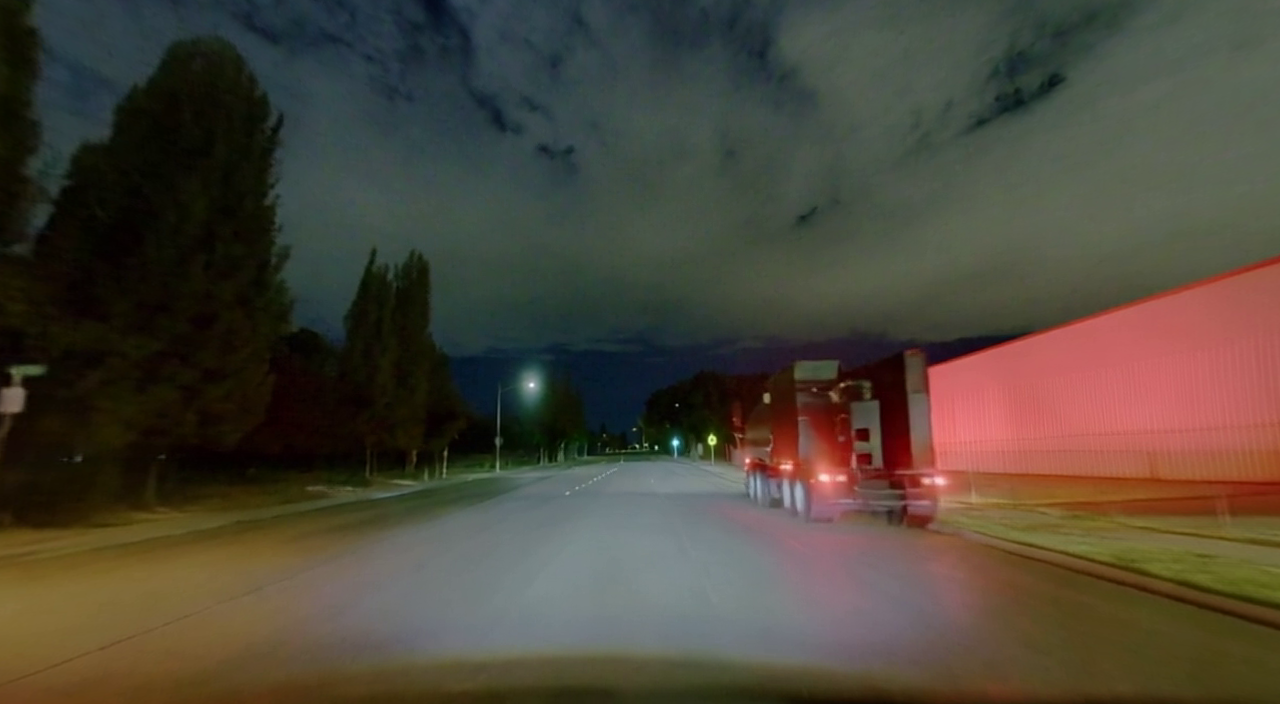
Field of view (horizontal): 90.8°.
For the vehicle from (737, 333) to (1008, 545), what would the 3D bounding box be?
[{"bbox_3d":[4.097,1.804,13.050,3.019,3.303,6.252,0,-9,-1],"label":"vehicle"}]
